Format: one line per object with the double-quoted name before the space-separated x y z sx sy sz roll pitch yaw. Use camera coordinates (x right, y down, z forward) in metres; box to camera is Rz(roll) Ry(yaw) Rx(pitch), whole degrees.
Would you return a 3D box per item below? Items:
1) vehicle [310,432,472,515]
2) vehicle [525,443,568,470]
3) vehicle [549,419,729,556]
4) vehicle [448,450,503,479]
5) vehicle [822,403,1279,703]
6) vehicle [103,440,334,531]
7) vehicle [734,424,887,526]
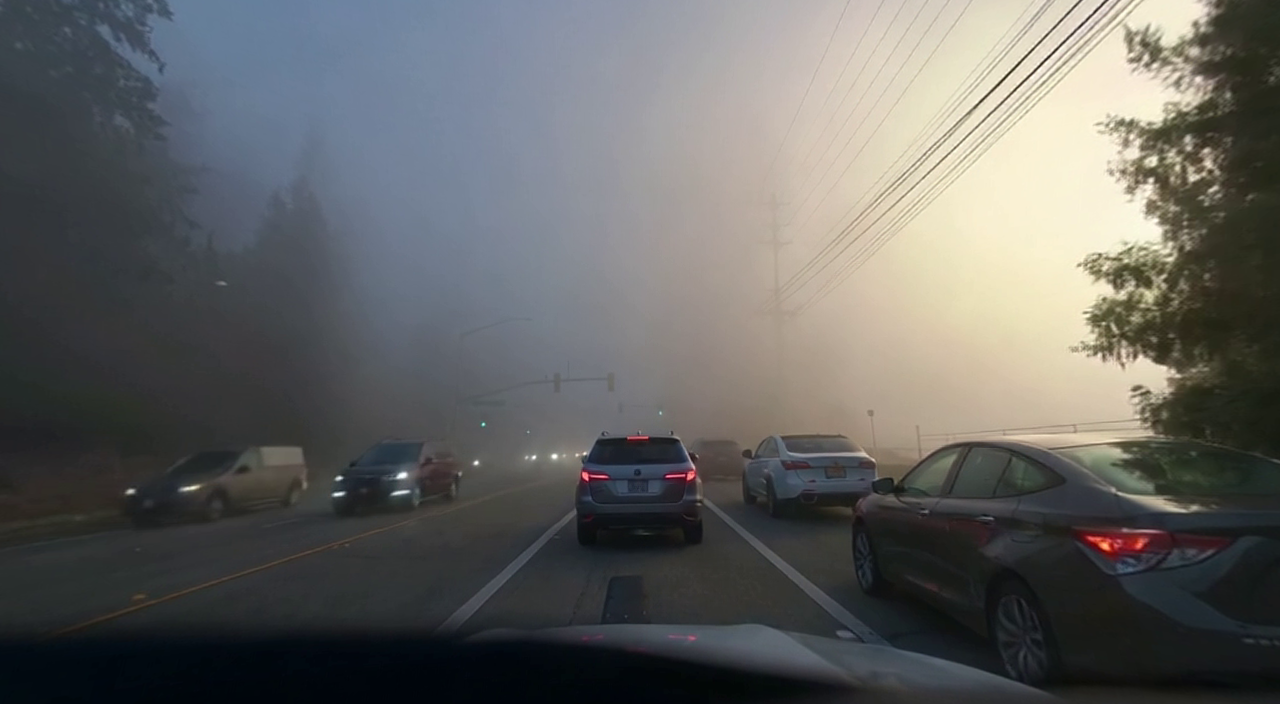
"vehicle" -6.342 3.141 16.877 2.328 1.861 4.891 0 -8 0
"vehicle" -6.377 7.161 43.426 2.218 1.722 4.397 -1 -8 1
"vehicle" 0.005 1.968 9.864 2.200 1.653 4.127 0 -8 1
"vehicle" -9.188 6.322 35.611 1.854 1.459 4.288 -1 -8 2
"vehicle" 2.873 1.235 4.378 1.950 1.487 4.275 0 -8 0
"vehicle" -9.944 3.128 15.552 2.230 1.831 4.941 0 -8 1
"vehicle" 3.176 2.371 12.707 1.914 1.698 4.049 0 -8 0
